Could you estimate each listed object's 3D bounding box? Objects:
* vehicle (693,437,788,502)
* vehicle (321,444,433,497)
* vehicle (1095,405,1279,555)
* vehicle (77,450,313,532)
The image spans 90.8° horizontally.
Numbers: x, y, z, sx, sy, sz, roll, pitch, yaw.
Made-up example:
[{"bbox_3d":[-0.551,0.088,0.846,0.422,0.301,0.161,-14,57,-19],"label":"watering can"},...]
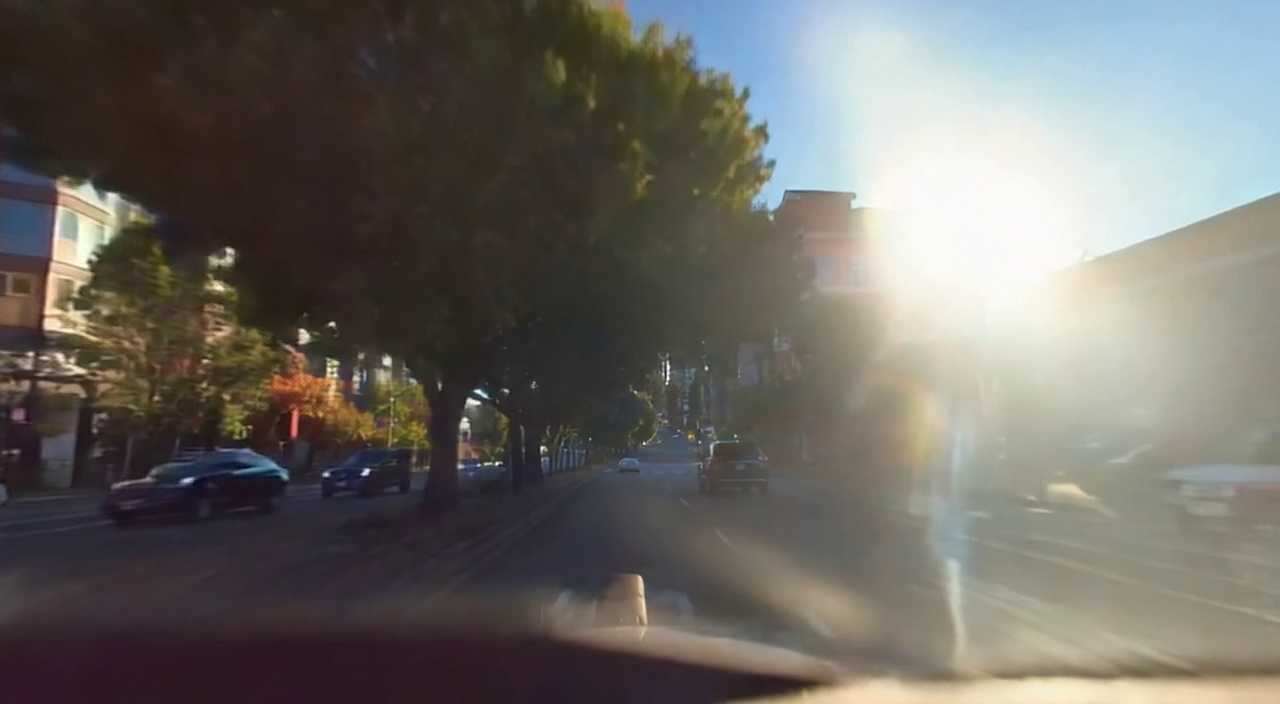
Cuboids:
[{"bbox_3d":[3.101,3.739,20.608,2.129,1.844,4.767,0,-8,-2],"label":"vehicle"},{"bbox_3d":[-9.559,4.311,23.520,1.939,1.744,5.079,0,-8,0],"label":"vehicle"},{"bbox_3d":[10.275,1.821,9.289,5.208,1.958,2.237,-1,-8,8],"label":"vehicle"},{"bbox_3d":[-9.377,2.906,13.911,1.905,1.451,4.425,0,-8,1],"label":"vehicle"}]
